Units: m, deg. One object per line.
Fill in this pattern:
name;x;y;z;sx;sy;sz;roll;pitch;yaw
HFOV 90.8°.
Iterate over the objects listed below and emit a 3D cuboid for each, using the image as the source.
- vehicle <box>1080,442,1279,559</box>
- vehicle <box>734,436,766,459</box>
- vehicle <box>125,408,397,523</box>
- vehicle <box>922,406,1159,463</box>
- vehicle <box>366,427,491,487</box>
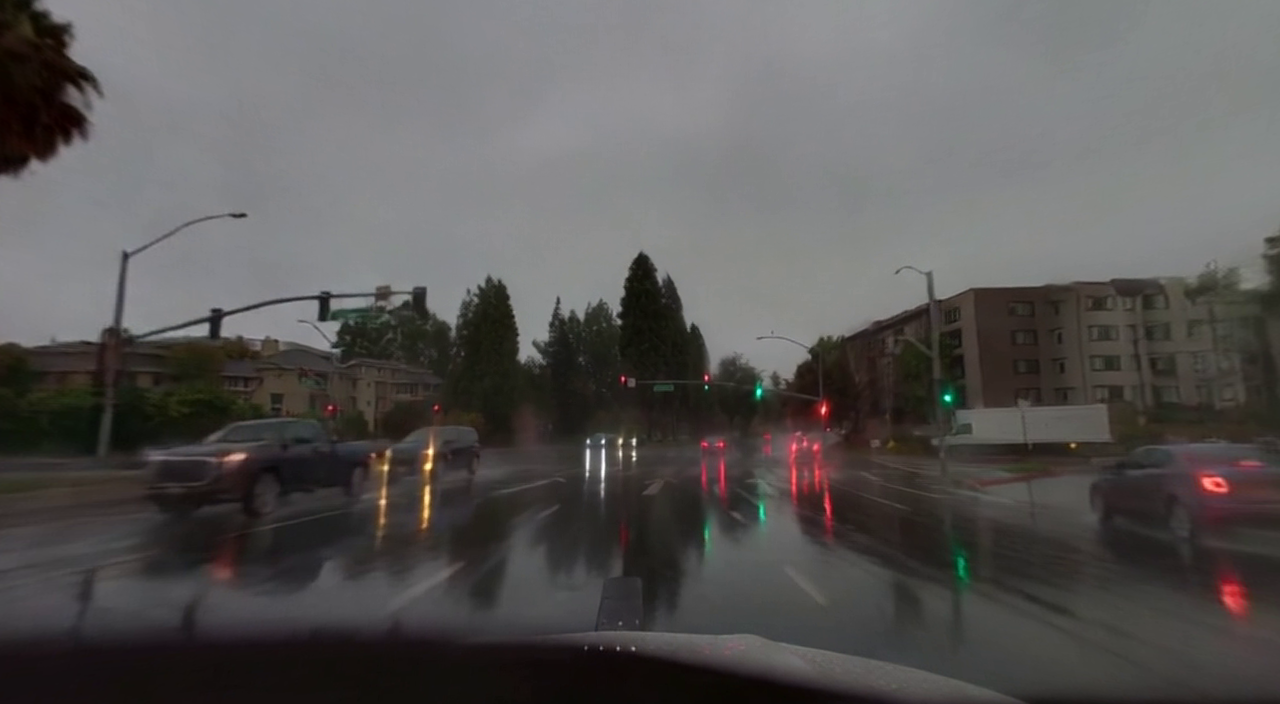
vehicle;9.367;2.190;10.156;2.144;1.473;4.638;-2;-9;14
vehicle;8.414;7.324;48.459;2.255;1.708;4.328;-2;-8;10
vehicle;-6.928;2.142;12.439;2.188;1.789;4.881;-1;-8;2
vehicle;25.627;5.431;41.191;12.701;3.428;3.061;-2;-8;8
vehicle;-6.602;3.332;20.379;2.010;1.686;4.653;-1;-8;6
